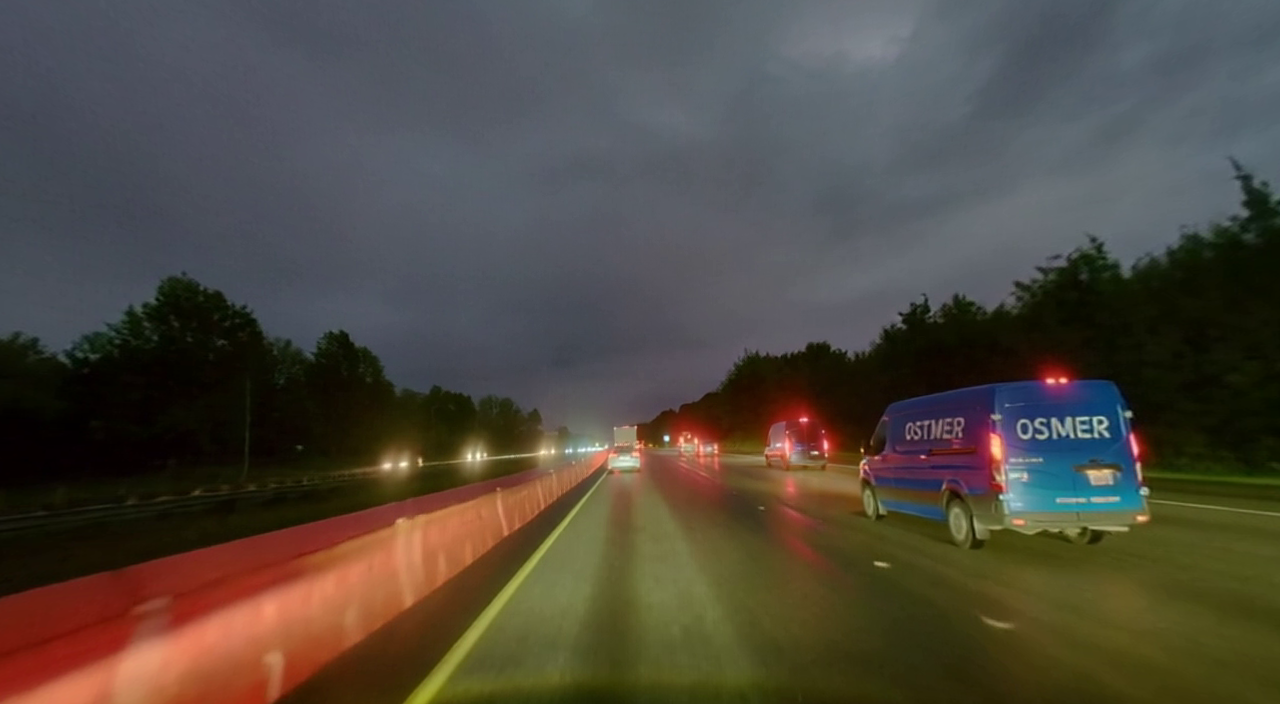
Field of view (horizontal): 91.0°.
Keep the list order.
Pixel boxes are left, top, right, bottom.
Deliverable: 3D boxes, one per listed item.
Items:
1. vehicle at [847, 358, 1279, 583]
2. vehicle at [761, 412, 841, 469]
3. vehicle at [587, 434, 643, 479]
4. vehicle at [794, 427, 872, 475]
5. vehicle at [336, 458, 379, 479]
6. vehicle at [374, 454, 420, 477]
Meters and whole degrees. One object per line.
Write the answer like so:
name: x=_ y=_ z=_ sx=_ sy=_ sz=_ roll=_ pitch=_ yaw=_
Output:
vehicle: x=4.818 y=1.419 z=8.297 sx=2.223 sy=2.008 sz=5.121 roll=0 pitch=-8 yaw=-2
vehicle: x=8.113 y=4.566 z=32.382 sx=2.385 sy=2.635 sz=5.633 roll=0 pitch=-8 yaw=-2
vehicle: x=-1.005 y=4.177 z=25.453 sx=2.100 sy=1.636 sz=3.620 roll=0 pitch=-8 yaw=-2
vehicle: x=8.274 y=4.275 z=27.341 sx=2.255 sy=1.960 sz=3.229 roll=0 pitch=-8 yaw=-1
vehicle: x=-21.965 y=9.032 z=49.110 sx=1.744 sy=1.460 sz=3.700 roll=0 pitch=-8 yaw=-3
vehicle: x=-18.237 y=8.521 z=47.441 sx=1.804 sy=1.491 sz=4.444 roll=0 pitch=-8 yaw=-1
